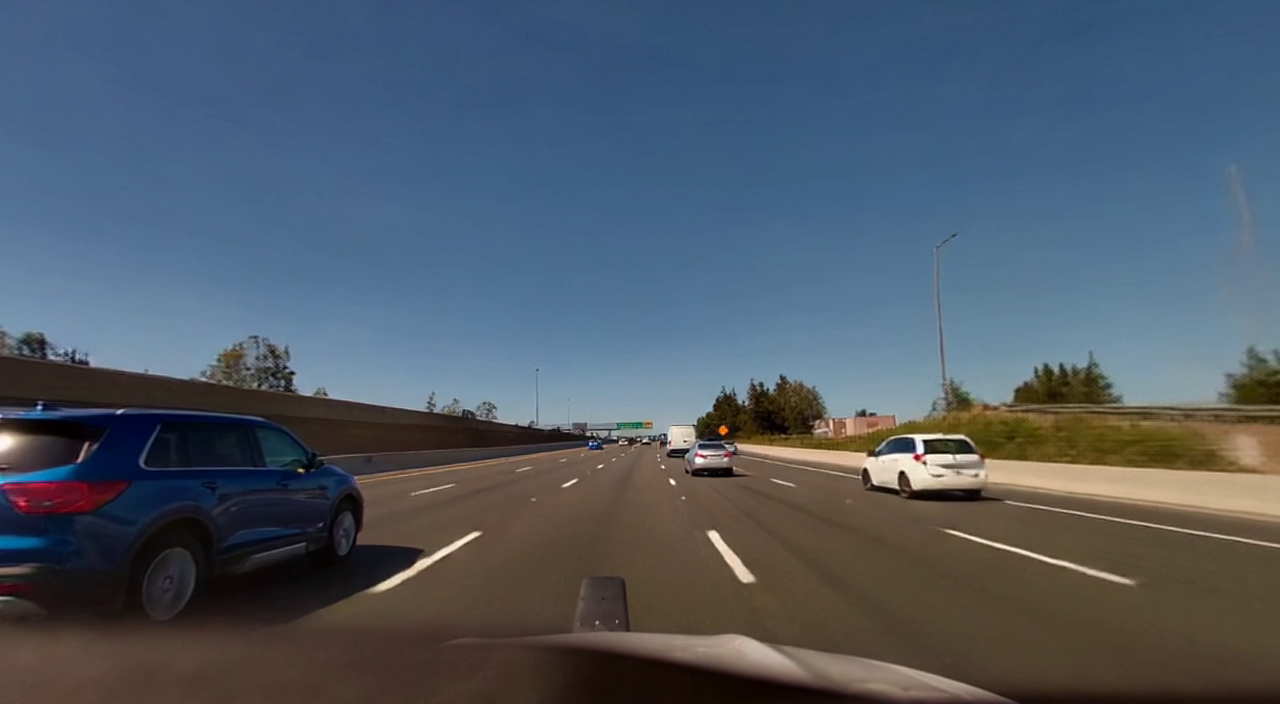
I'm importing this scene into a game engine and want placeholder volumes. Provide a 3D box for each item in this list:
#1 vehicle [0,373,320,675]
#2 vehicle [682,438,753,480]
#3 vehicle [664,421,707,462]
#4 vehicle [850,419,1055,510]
[{"bbox_3d":[-4.513,1.128,4.719,2.000,1.646,4.201,0,-8,0],"label":"vehicle"},{"bbox_3d":[2.938,4.203,25.148,2.108,1.509,5.059,0,-8,-1],"label":"vehicle"},{"bbox_3d":[3.148,6.439,45.404,2.629,2.718,6.740,0,-8,0],"label":"vehicle"},{"bbox_3d":[6.745,2.487,14.462,2.184,1.712,4.856,0,-8,0],"label":"vehicle"}]
